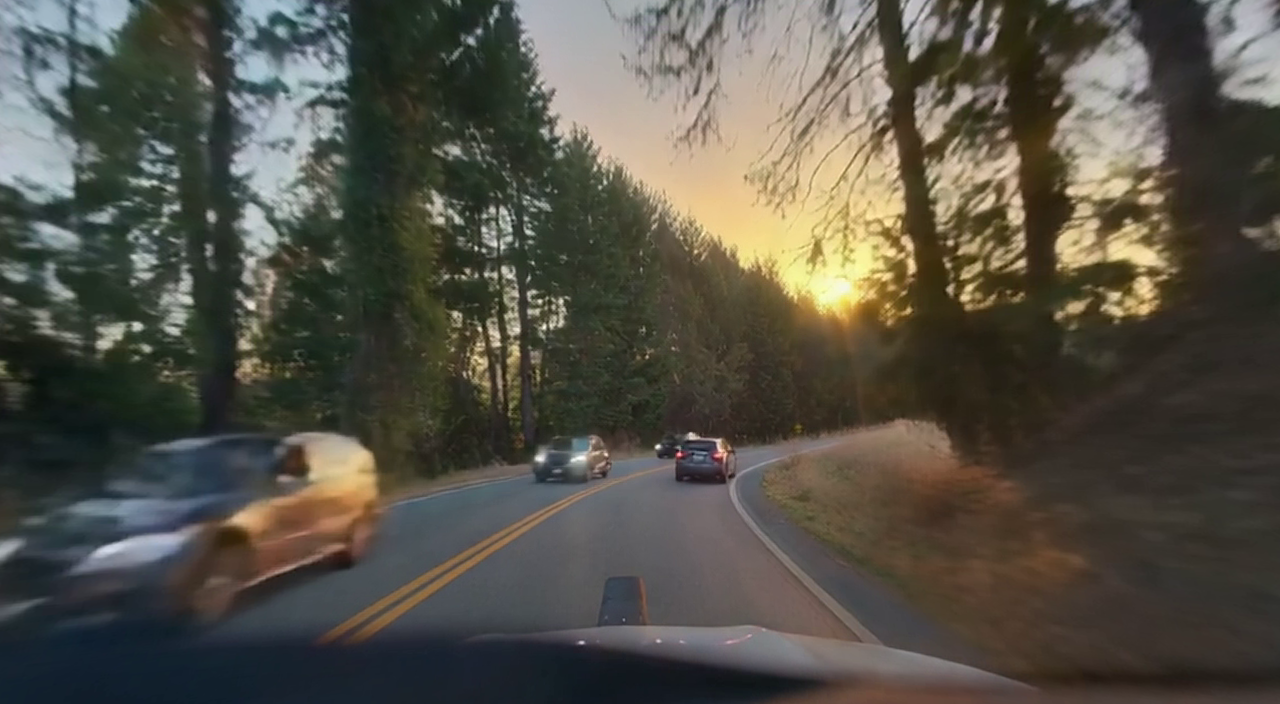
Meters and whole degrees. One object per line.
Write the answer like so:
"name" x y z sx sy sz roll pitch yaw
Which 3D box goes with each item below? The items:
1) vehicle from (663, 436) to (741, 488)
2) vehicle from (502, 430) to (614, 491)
"vehicle" 2.224 3.674 21.509 2.274 1.583 4.349 -1 -8 10
"vehicle" -2.522 3.479 20.674 2.347 1.757 4.359 -2 -8 11
